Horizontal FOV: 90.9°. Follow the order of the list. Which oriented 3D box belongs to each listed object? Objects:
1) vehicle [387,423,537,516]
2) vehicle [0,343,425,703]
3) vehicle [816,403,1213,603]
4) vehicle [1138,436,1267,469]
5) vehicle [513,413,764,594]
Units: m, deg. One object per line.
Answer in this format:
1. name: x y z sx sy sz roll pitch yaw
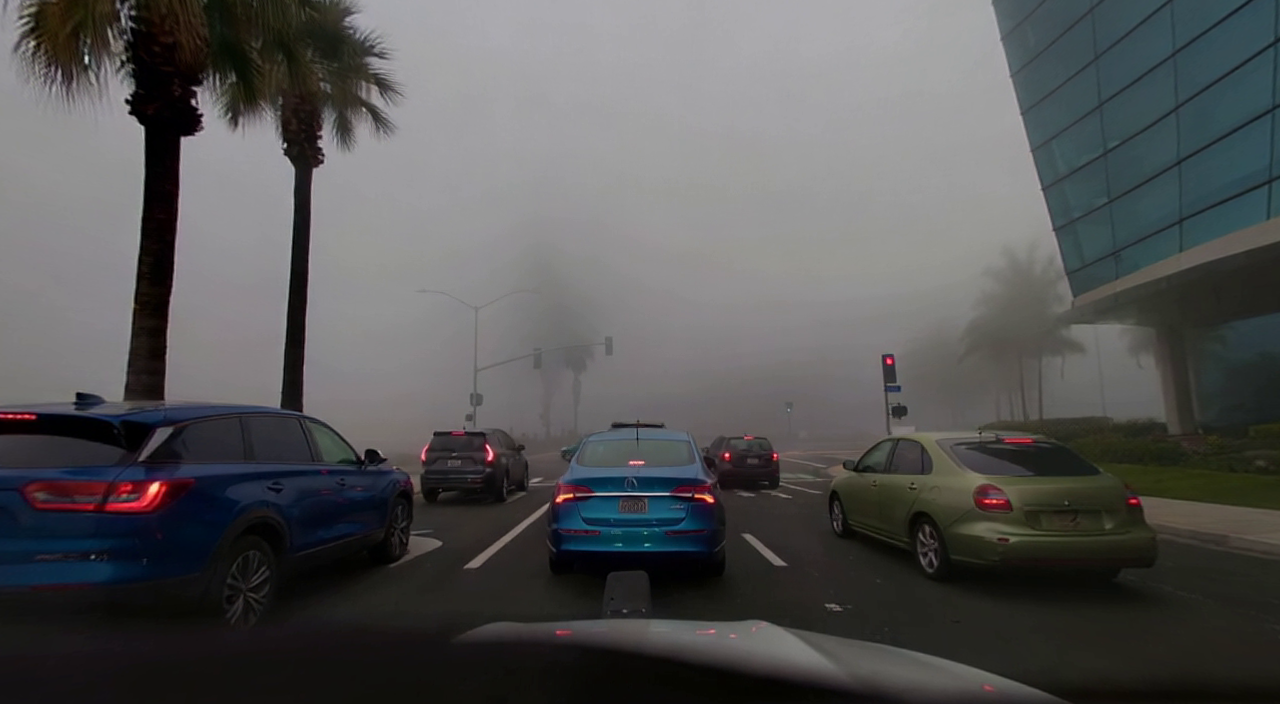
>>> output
1. vehicle: -3.463 2.359 13.073 1.917 1.631 3.768 0 -8 1
2. vehicle: -3.532 1.153 5.178 2.014 1.775 4.404 0 -8 -1
3. vehicle: 3.842 1.621 7.679 2.064 1.696 4.431 0 -8 0
4. vehicle: 25.459 4.550 28.644 4.014 1.417 1.777 -1 -8 5
5. vehicle: -0.053 1.664 7.812 2.219 1.586 4.321 0 -8 -1
